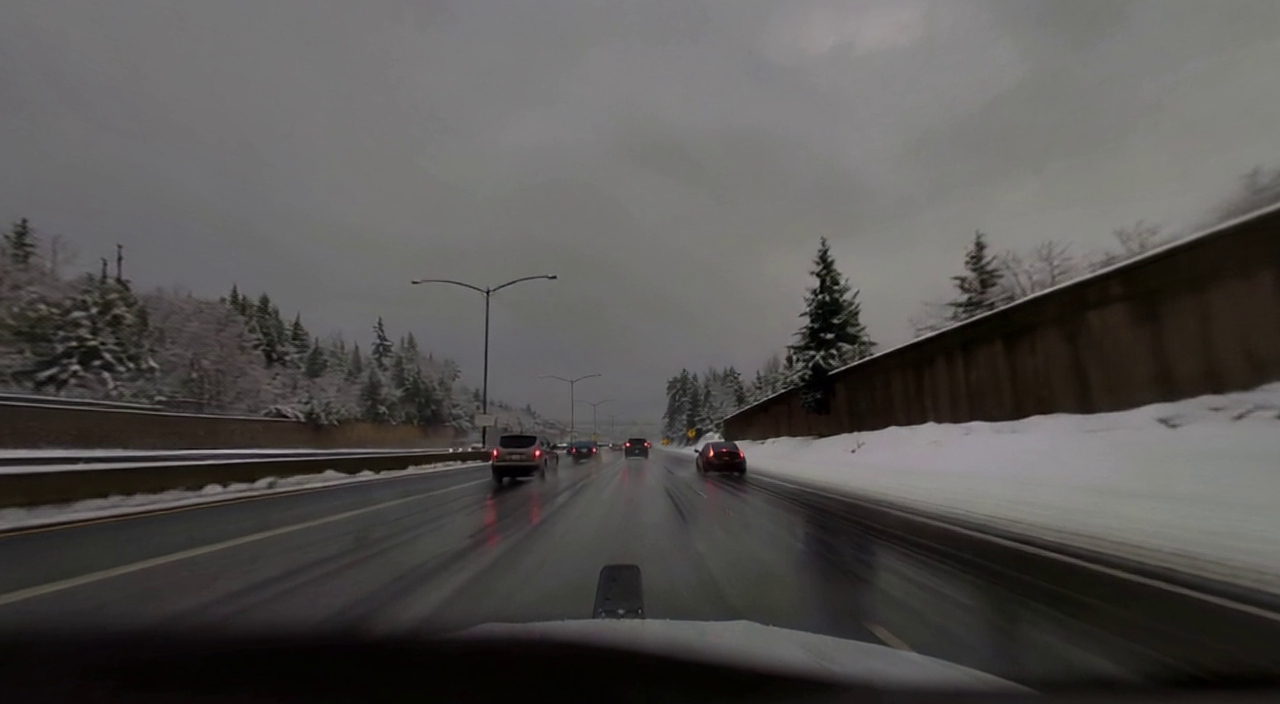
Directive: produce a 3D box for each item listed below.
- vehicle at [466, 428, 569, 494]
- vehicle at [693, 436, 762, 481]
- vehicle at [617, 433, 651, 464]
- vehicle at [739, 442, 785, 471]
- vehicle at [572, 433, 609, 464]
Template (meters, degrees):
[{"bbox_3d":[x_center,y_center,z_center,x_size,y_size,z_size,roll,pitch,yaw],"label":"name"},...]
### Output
[{"bbox_3d":[-3.719,3.430,20.284,2.184,1.819,5.441,0,-8,0],"label":"vehicle"},{"bbox_3d":[3.590,4.479,26.769,2.224,1.752,4.487,0,-8,-1],"label":"vehicle"},{"bbox_3d":[-0.415,7.371,48.392,2.485,2.215,5.199,0,-8,1],"label":"vehicle"},{"bbox_3d":[7.656,6.568,39.805,2.033,1.680,4.505,0,-8,0],"label":"vehicle"},{"bbox_3d":[-3.686,7.265,47.496,2.378,2.214,4.352,0,-8,0],"label":"vehicle"}]
